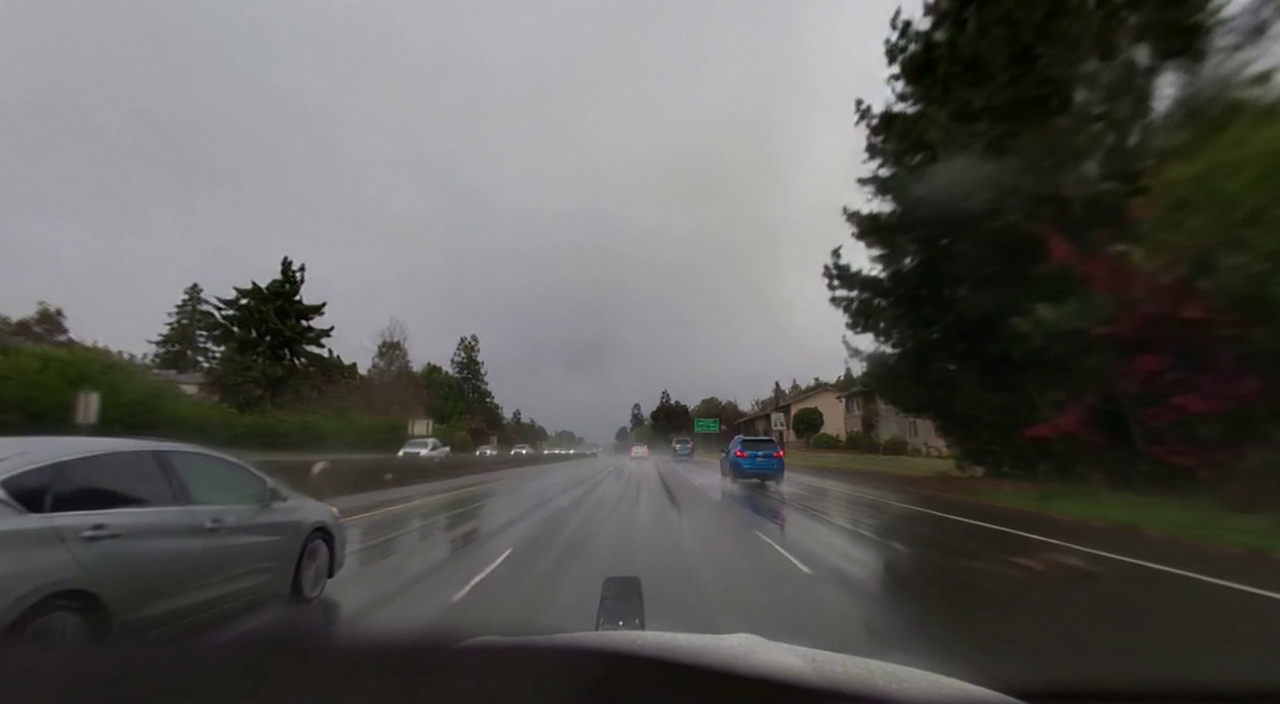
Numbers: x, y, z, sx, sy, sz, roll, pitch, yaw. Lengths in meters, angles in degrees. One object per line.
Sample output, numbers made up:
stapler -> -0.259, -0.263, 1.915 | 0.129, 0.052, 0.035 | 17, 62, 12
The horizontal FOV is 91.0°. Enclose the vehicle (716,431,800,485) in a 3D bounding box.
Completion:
vehicle -> 3.988, 3.665, 22.063 | 2.092, 1.686, 4.188 | 0, -9, -1

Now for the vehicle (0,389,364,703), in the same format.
vehicle -> -3.619, 1.073, 3.570 | 2.036, 1.528, 4.400 | 0, -9, 1

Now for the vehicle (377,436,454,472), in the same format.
vehicle -> -11.706, 5.355, 33.293 | 2.284, 1.760, 4.862 | 0, -9, 0
